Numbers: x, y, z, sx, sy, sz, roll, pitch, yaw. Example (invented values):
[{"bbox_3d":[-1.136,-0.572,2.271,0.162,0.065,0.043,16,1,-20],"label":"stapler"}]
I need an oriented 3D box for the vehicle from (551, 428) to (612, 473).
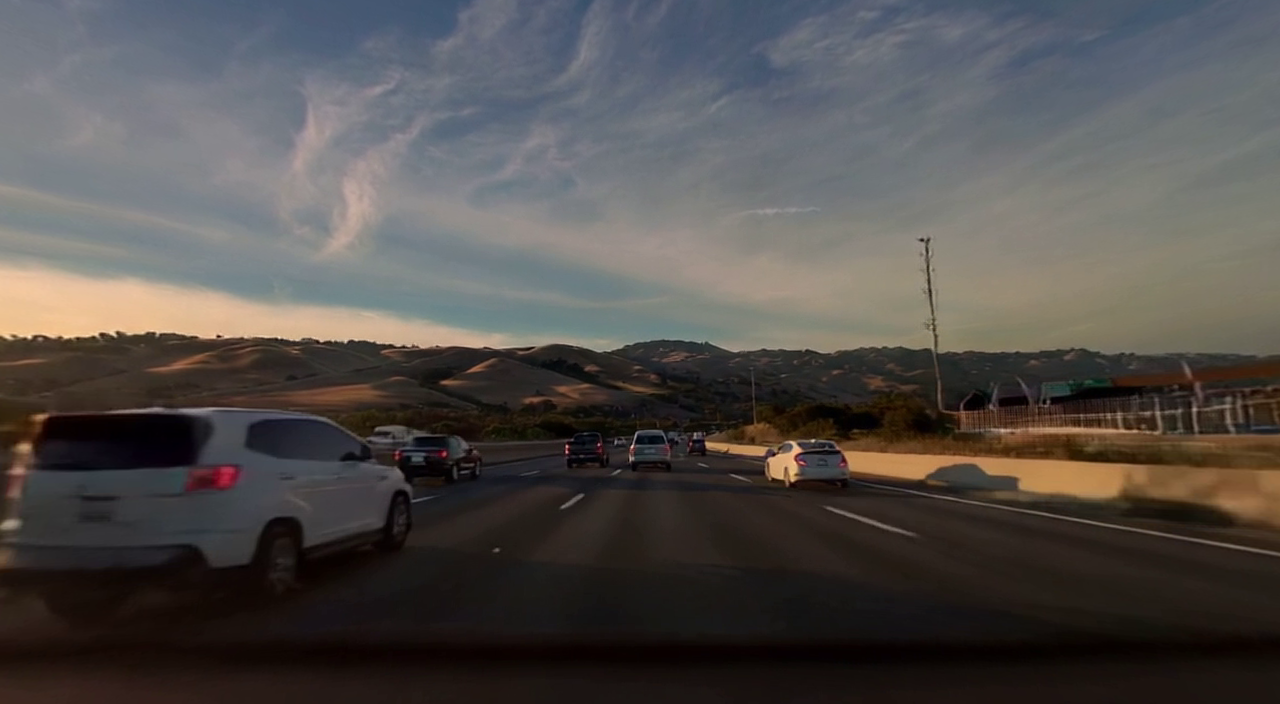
[{"bbox_3d":[-2.731,4.811,30.968,2.316,1.999,5.765,0,-8,1],"label":"vehicle"}]

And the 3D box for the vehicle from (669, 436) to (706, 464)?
[{"bbox_3d":[3.093,6.483,41.874,2.067,1.775,4.372,0,-8,-1],"label":"vehicle"}]

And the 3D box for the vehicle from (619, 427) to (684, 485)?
[{"bbox_3d":[0.419,3.594,22.082,2.052,1.808,3.898,-1,-8,2],"label":"vehicle"}]

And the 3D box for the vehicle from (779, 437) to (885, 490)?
[{"bbox_3d":[5.950,3.497,20.163,1.998,1.456,4.338,0,-8,0],"label":"vehicle"}]

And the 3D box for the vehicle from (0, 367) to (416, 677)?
[{"bbox_3d":[-4.190,1.347,6.234,2.160,1.799,5.001,0,-8,-1],"label":"vehicle"}]

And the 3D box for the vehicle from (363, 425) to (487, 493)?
[{"bbox_3d":[-6.364,3.218,19.345,2.036,1.813,4.564,-1,-8,2],"label":"vehicle"}]
